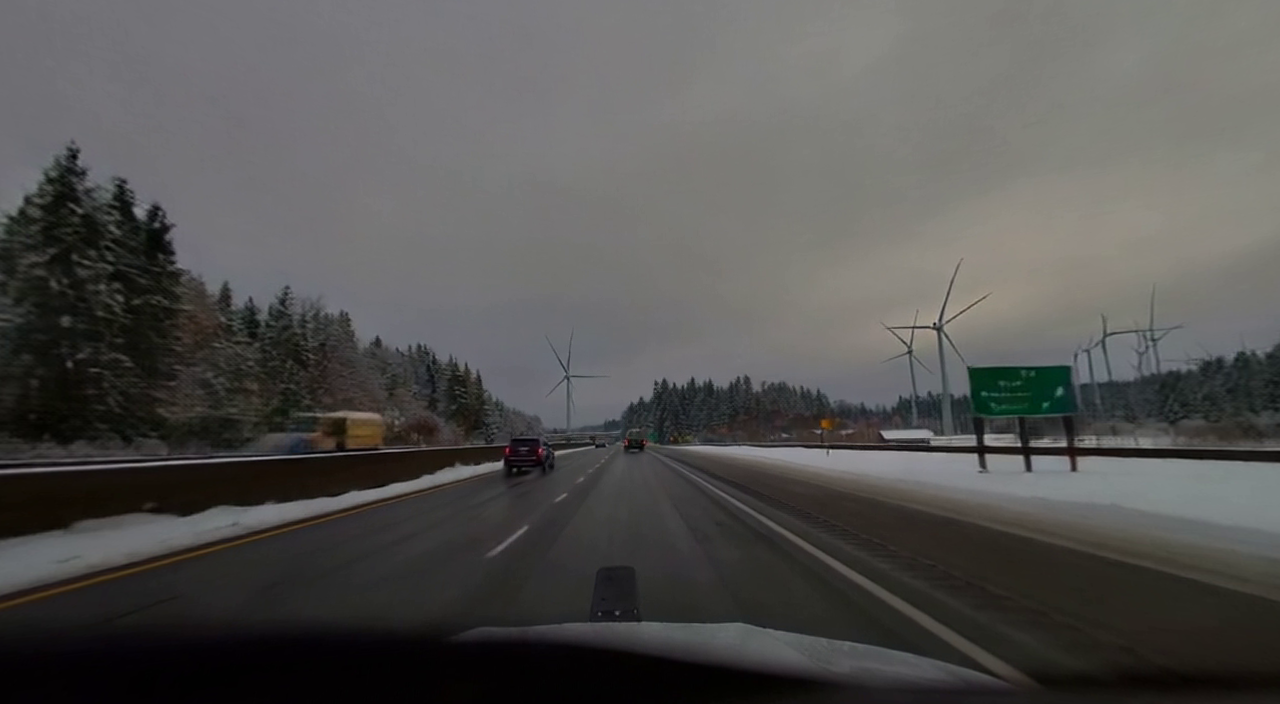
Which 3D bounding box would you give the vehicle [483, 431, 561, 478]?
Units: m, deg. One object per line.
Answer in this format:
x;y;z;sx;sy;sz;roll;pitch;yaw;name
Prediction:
-4.044;3.569;22.262;1.950;1.511;3.965;0;-8;0;vehicle

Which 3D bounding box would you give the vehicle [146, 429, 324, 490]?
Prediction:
-12.703;3.379;20.267;2.755;1.635;4.555;-2;-8;-1;vehicle

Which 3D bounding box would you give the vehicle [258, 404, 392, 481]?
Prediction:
-12.882;3.747;26.326;2.586;2.603;5.878;-5;-8;0;vehicle
